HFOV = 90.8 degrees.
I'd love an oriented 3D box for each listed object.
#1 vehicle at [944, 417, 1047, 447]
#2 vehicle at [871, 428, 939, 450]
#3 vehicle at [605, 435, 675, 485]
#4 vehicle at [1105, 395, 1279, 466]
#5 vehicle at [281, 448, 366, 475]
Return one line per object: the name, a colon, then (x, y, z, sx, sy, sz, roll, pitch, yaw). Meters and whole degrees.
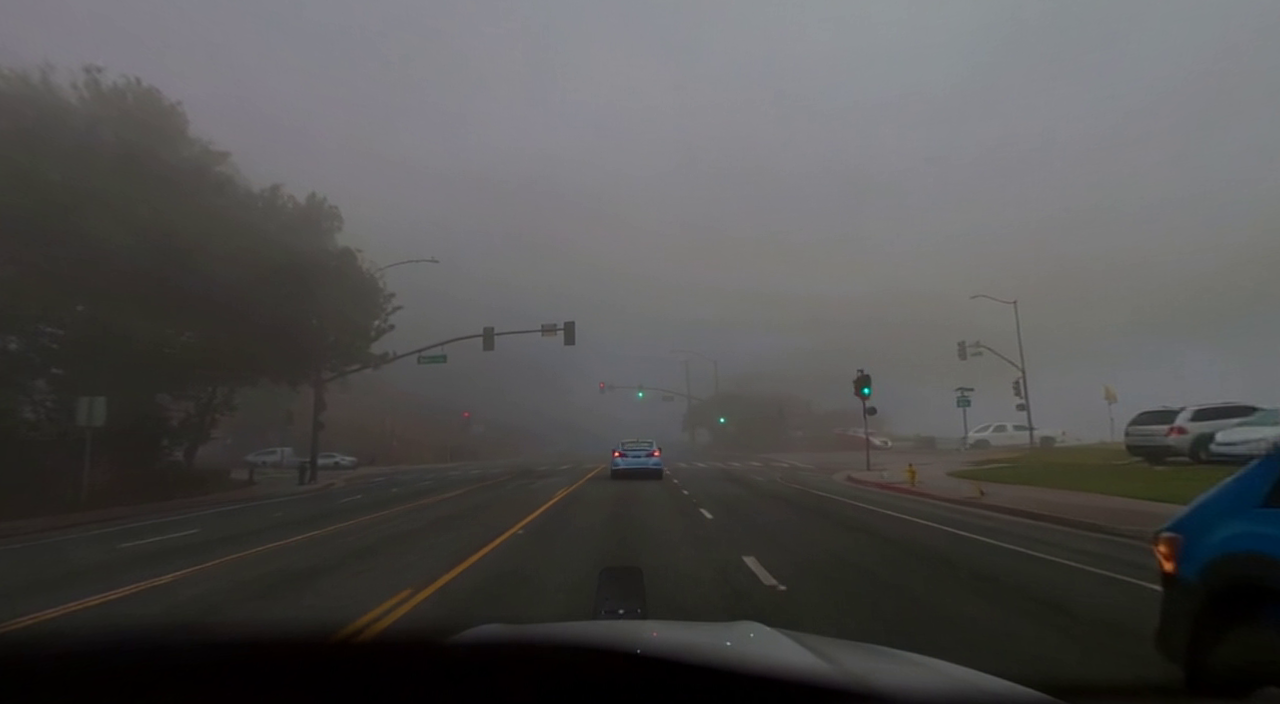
vehicle: (25.440, 5.743, 45.320, 6.041, 1.900, 2.349, -1, -9, -6)
vehicle: (18.805, 6.219, 44.945, 3.949, 1.505, 1.766, -1, -9, 1)
vehicle: (-0.009, 3.517, 20.822, 2.104, 1.462, 3.991, 0, -9, 0)
vehicle: (16.453, 2.249, 17.904, 4.735, 1.882, 2.087, -1, -9, 2)
vehicle: (-20.963, 7.284, 41.986, 4.588, 1.703, 1.879, -1, -9, 1)
